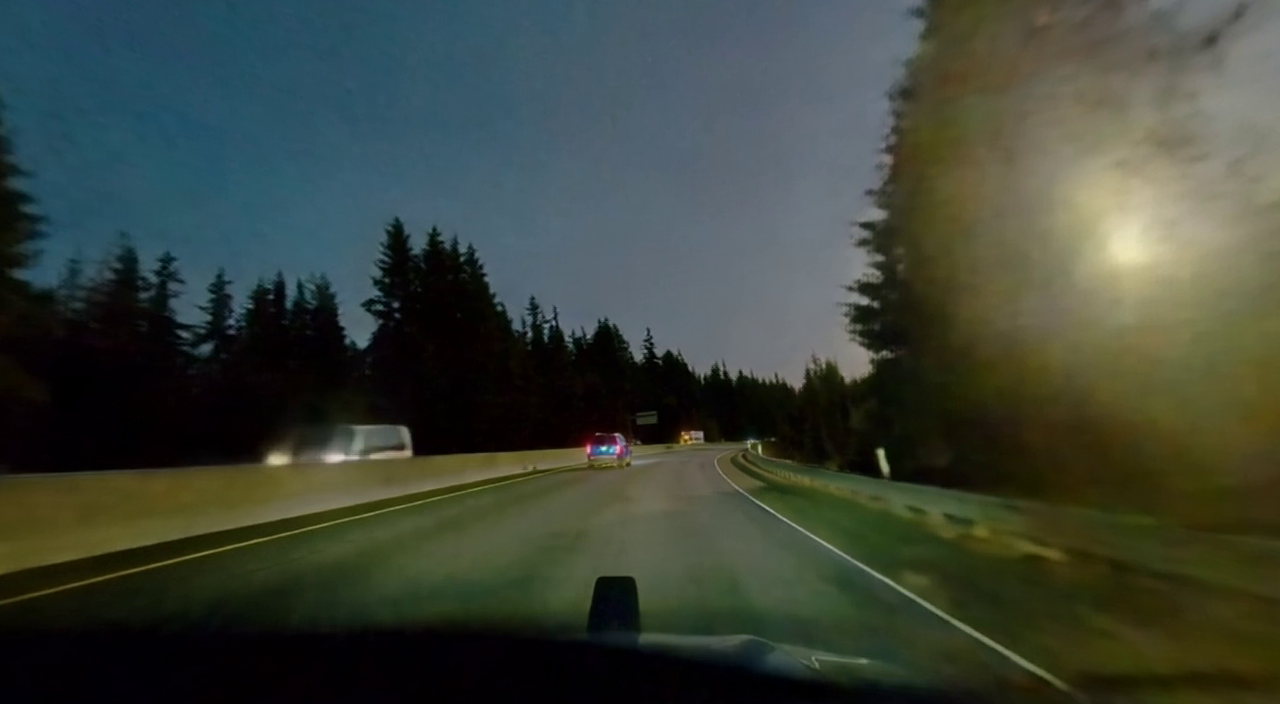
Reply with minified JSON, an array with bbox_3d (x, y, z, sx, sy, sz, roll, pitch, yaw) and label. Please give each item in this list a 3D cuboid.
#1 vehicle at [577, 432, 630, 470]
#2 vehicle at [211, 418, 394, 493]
[{"bbox_3d":[-1.713,4.910,31.410,2.005,1.752,4.479,-1,-8,5],"label":"vehicle"},{"bbox_3d":[-11.842,3.716,23.022,2.840,2.335,6.535,-1,-8,3],"label":"vehicle"}]
